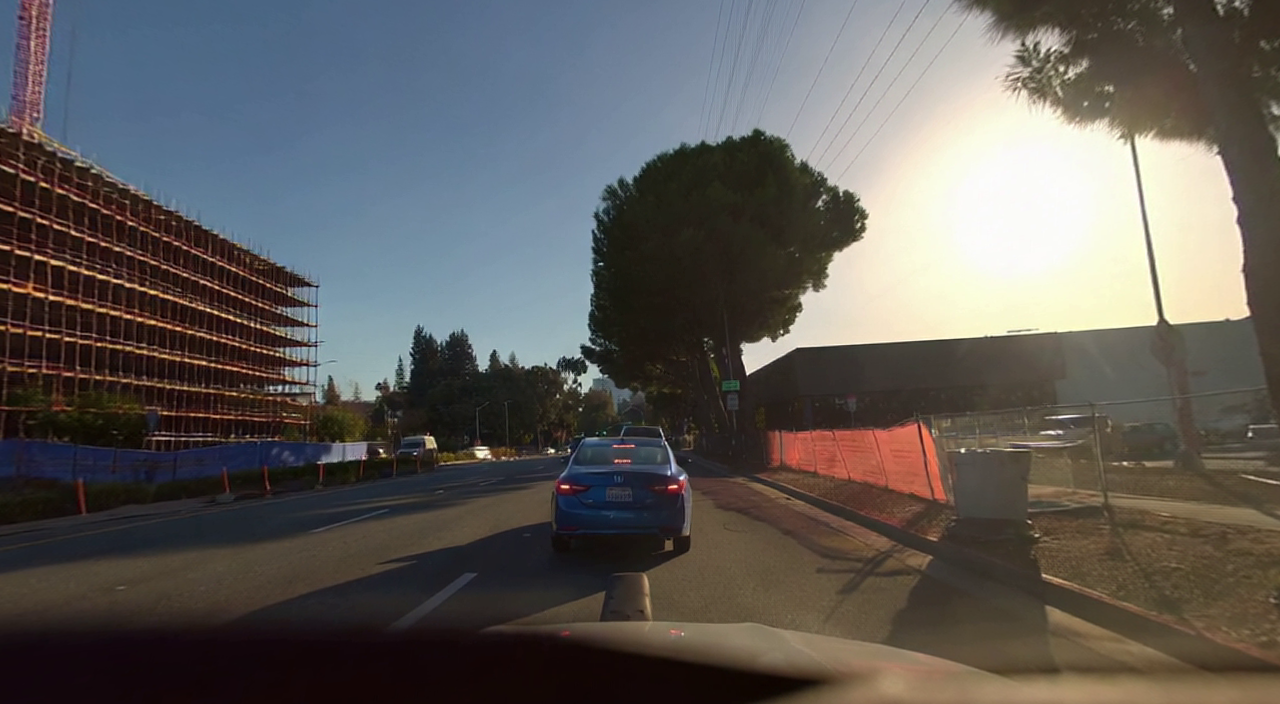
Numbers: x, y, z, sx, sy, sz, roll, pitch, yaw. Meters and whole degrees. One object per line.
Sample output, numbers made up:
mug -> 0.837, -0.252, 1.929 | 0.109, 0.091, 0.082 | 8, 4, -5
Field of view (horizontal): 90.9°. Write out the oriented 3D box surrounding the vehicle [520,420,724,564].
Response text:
vehicle -> -0.192, 1.756, 8.660 | 2.112, 1.482, 4.076 | 0, -8, 0

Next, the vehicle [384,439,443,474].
vehicle -> -10.304, 4.673, 28.455 | 2.072, 1.465, 4.394 | 4, -9, -24
